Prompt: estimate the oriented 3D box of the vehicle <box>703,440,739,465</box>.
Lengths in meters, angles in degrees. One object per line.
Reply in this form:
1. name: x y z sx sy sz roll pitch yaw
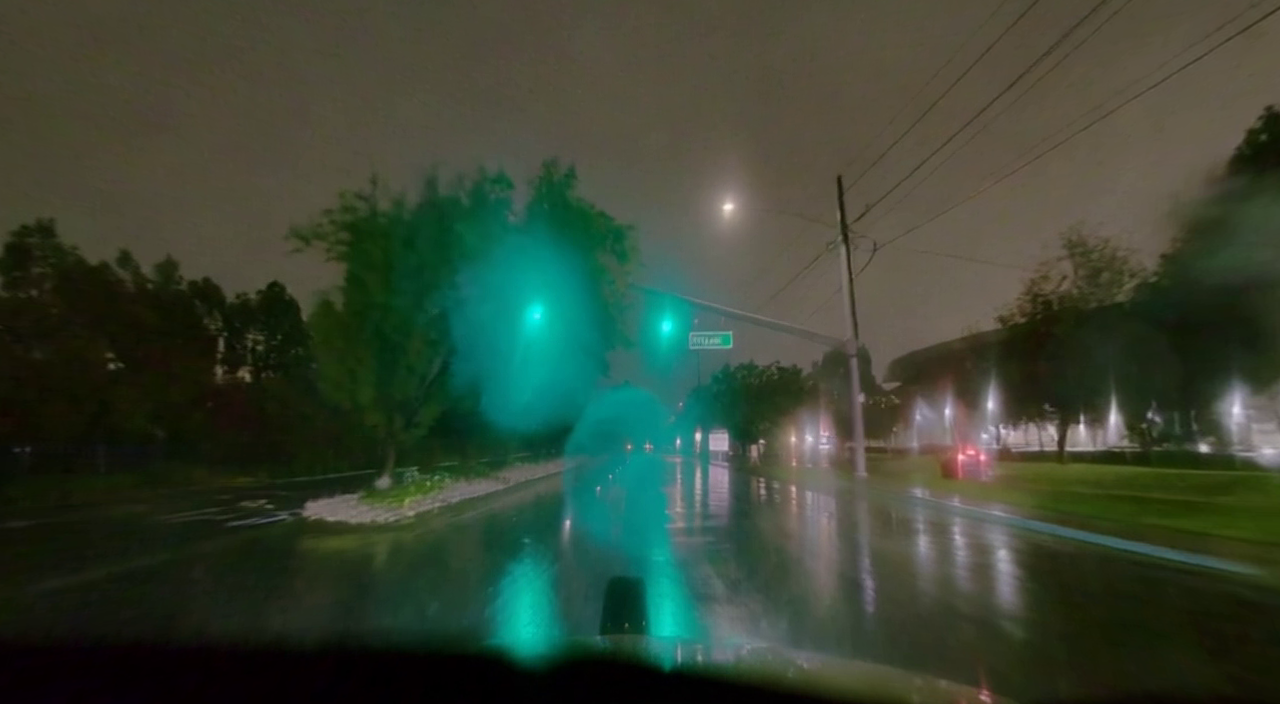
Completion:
1. vehicle: 5.853 7.346 46.166 2.057 1.688 4.596 0 -8 0
